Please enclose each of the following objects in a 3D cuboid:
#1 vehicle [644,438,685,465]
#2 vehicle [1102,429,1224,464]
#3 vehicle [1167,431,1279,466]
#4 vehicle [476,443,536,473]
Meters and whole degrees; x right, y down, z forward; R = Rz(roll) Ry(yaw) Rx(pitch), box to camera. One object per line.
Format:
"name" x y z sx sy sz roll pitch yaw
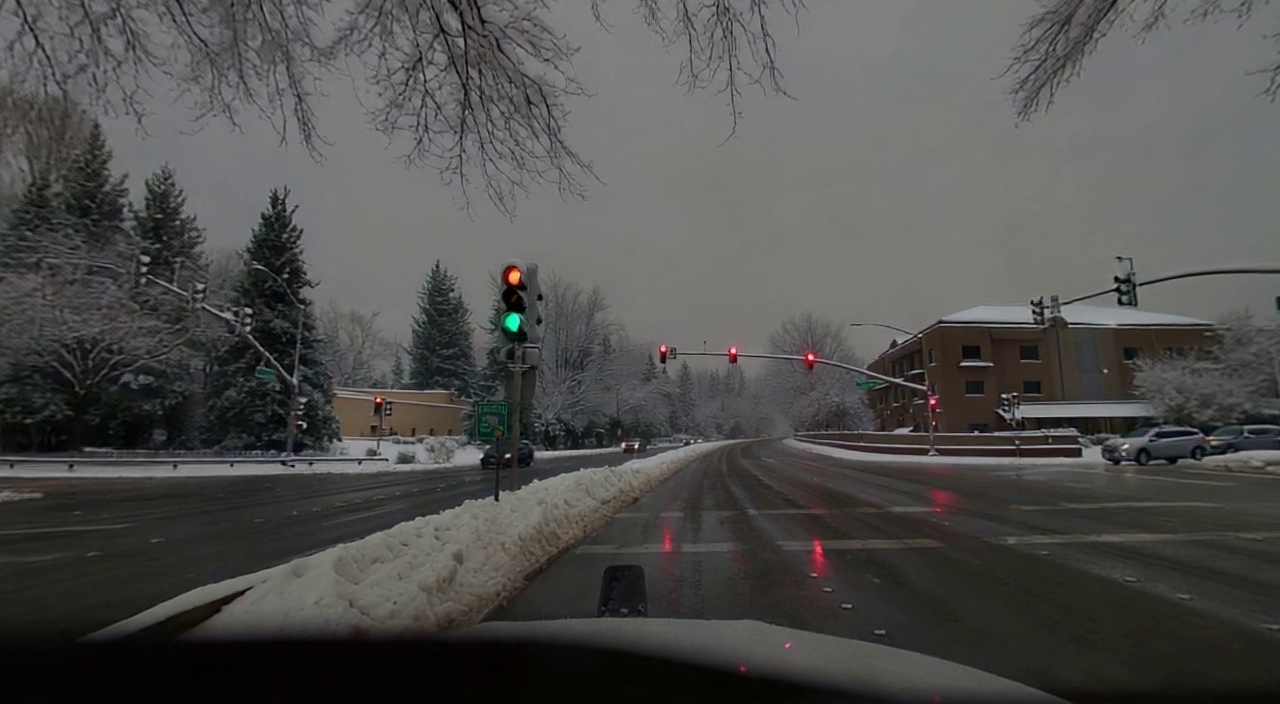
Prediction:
"vehicle" 1.745 6.775 43.256 2.197 1.739 4.177 -2 -8 10
"vehicle" 25.922 4.679 31.343 4.441 1.674 2.035 1 -8 -8
"vehicle" 26.299 4.243 27.871 4.644 1.470 1.922 1 -8 -10
"vehicle" -6.961 5.548 33.208 1.877 1.481 3.853 -1 -8 8
